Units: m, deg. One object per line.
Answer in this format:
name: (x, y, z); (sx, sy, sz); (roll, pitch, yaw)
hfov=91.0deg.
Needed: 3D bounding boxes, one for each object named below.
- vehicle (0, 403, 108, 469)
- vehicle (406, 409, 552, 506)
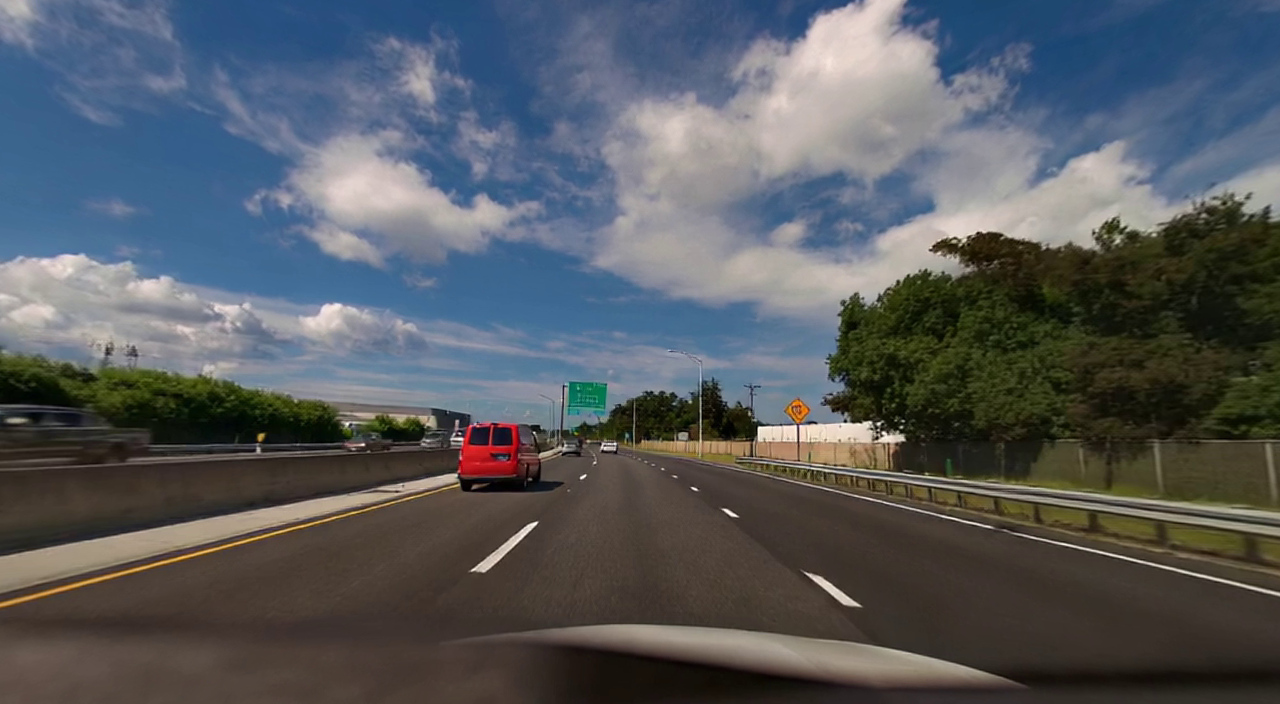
vehicle: (-15.355, 2.046, 15.209); (1.685, 1.464, 3.855); (0, -8, -2)
vehicle: (-3.534, 2.433, 14.920); (2.260, 1.901, 4.665); (0, -8, 0)
